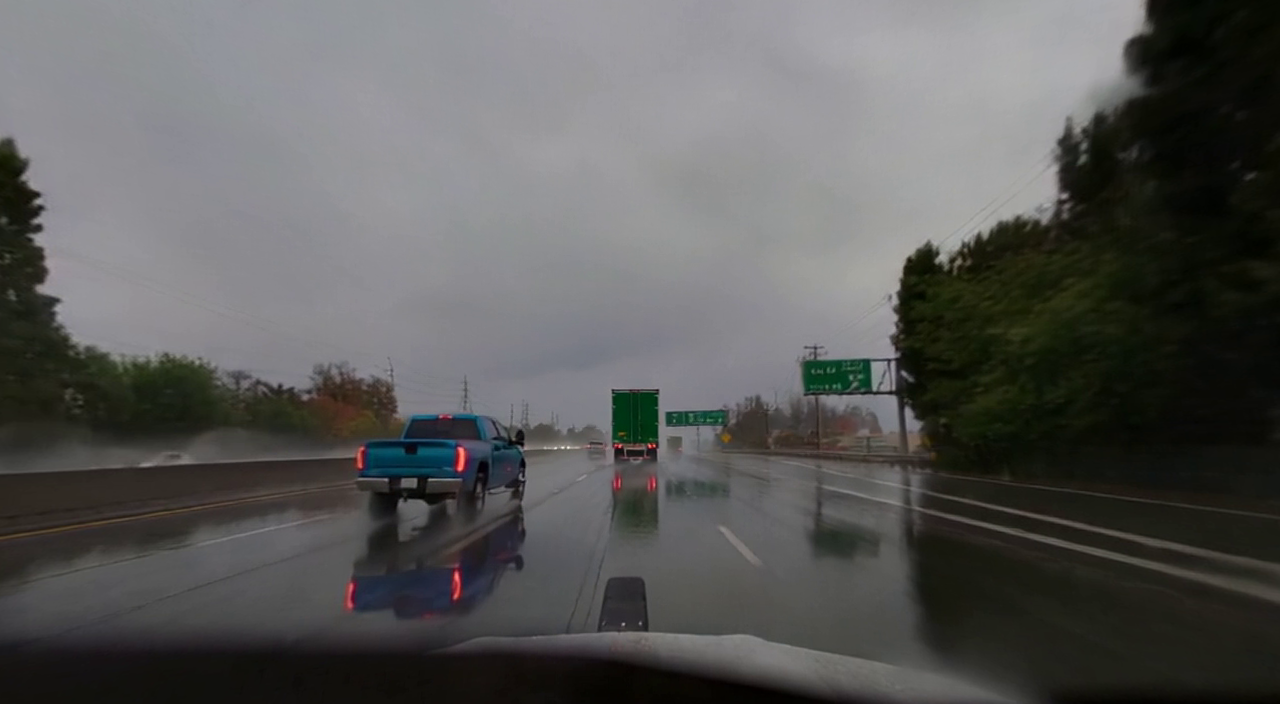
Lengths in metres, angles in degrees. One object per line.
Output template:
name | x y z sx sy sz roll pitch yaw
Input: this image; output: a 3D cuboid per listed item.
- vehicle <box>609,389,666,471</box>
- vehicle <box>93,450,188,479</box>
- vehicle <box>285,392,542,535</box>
vehicle | -0.095 4.875 38.433 2.879 4.085 13.125 0 -8 0
vehicle | -29.534 6.646 37.475 1.876 1.519 4.652 0 -8 -1
vehicle | -3.937 2.152 12.846 2.749 2.141 6.515 0 -8 1
